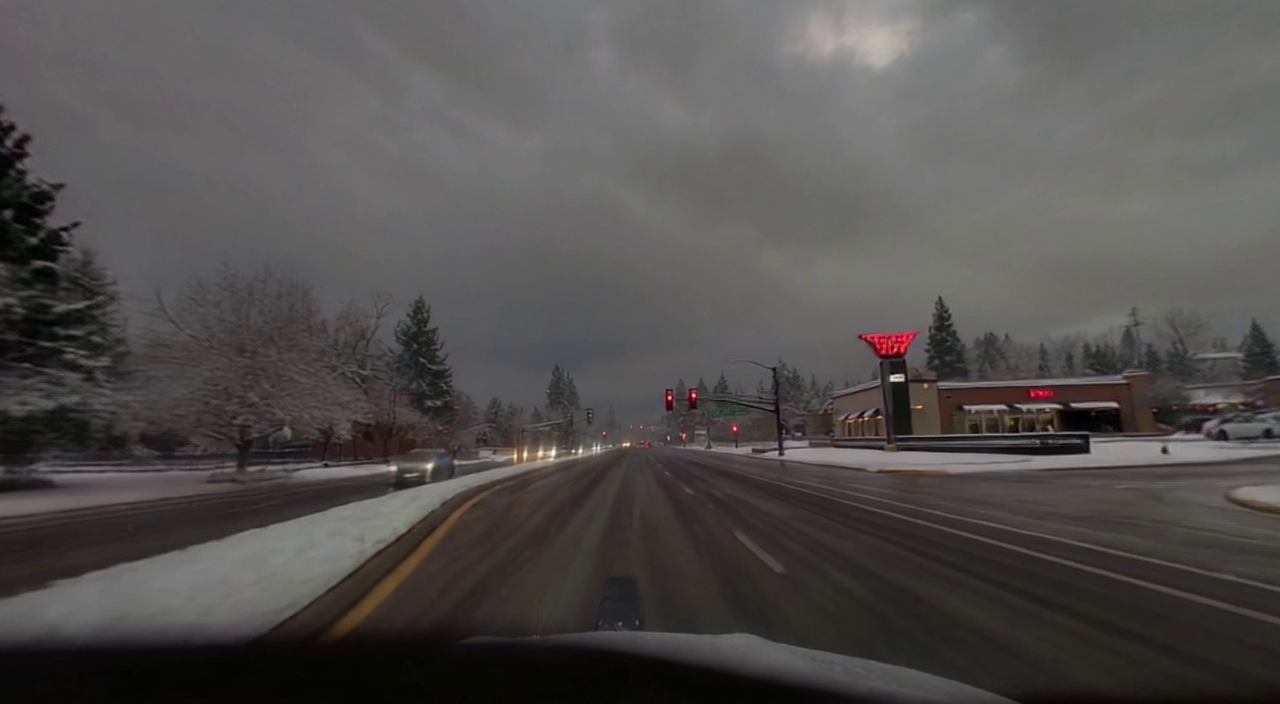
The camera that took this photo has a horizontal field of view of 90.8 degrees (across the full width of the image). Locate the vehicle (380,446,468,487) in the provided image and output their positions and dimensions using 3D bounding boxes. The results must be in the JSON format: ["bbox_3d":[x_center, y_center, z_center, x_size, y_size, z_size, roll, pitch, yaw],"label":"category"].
[{"bbox_3d":[-8.698,4.621,25.889,1.959,1.505,4.622,0,-9,0],"label":"vehicle"}]

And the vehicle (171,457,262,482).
[{"bbox_3d":[-28.392,7.862,42.534,4.740,1.480,1.923,2,-10,-20],"label":"vehicle"}]

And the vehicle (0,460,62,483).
[{"bbox_3d":[-47.420,9.103,48.089,4.717,1.614,1.990,0,-9,0],"label":"vehicle"}]

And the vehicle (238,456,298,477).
[{"bbox_3d":[-28.567,8.830,48.606,3.753,1.432,1.665,3,-11,-26],"label":"vehicle"}]

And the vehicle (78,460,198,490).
[{"bbox_3d":[-28.165,6.892,35.643,4.893,1.460,1.986,4,-10,-26],"label":"vehicle"}]
